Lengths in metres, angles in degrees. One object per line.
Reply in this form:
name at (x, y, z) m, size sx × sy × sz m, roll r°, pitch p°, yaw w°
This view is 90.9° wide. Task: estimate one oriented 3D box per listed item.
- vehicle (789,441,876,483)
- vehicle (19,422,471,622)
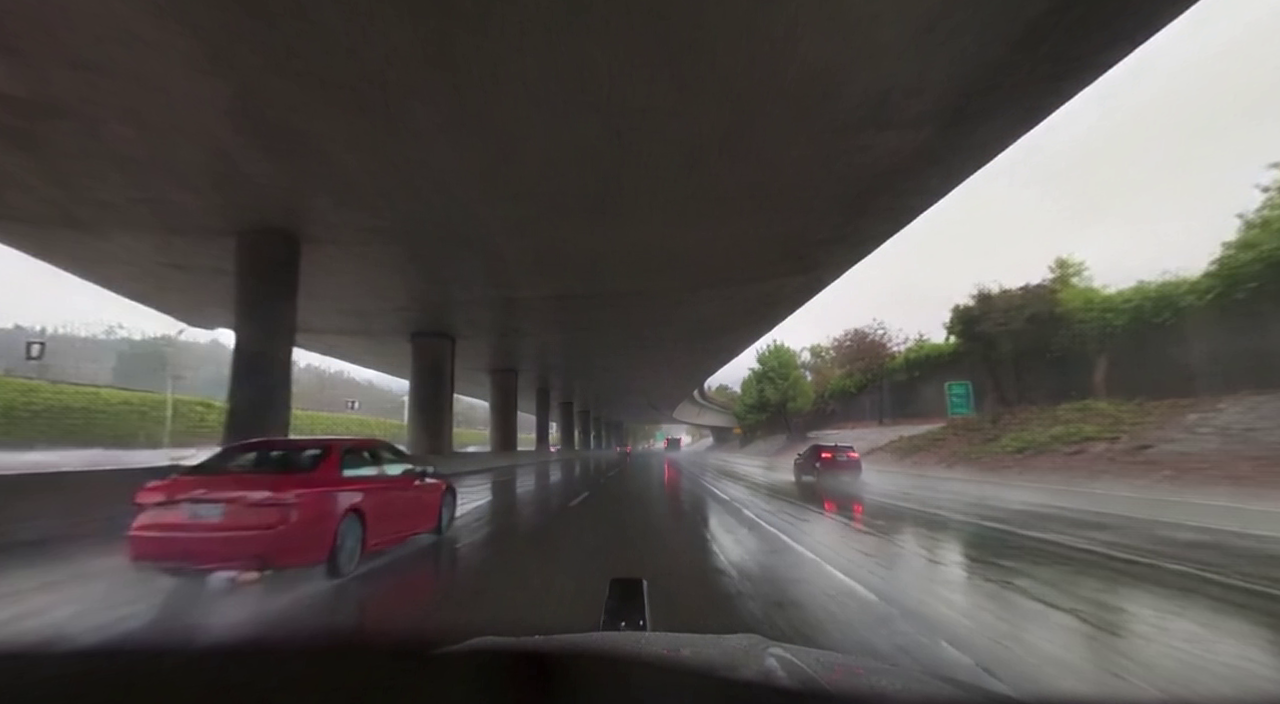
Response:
vehicle at (7.378, 4.251, 24.649) m, size 1.914 × 1.465 × 4.574 m, roll 0°, pitch -9°, yaw -1°
vehicle at (-3.722, 1.684, 7.373) m, size 2.085 × 1.533 × 4.861 m, roll 0°, pitch -9°, yaw 1°
